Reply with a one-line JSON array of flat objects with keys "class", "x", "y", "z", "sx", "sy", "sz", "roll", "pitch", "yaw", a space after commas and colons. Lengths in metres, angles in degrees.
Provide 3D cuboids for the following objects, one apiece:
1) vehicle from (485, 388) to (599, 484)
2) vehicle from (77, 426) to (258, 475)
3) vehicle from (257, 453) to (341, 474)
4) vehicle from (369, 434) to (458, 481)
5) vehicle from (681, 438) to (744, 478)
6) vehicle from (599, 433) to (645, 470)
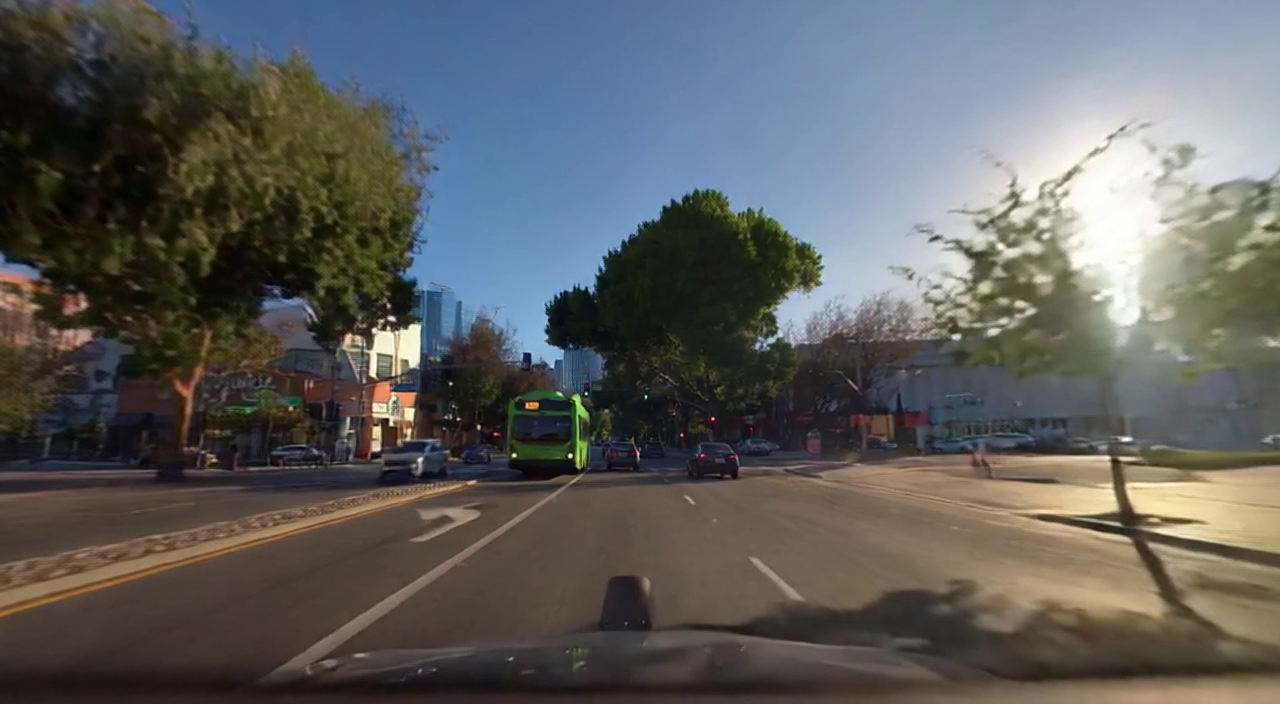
[{"class": "vehicle", "x": -3.765, "y": 3.800, "z": 28.268, "sx": 3.018, "sy": 3.217, "sz": 13.998, "roll": 0, "pitch": -8, "yaw": -1}, {"class": "vehicle", "x": -34.477, "y": 7.244, "z": 46.389, "sx": 10.321, "sy": 3.275, "sz": 3.158, "roll": 0, "pitch": -10, "yaw": -4}, {"class": "vehicle", "x": -24.787, "y": 8.108, "z": 45.890, "sx": 4.868, "sy": 1.434, "sz": 2.115, "roll": 0, "pitch": -8, "yaw": -1}, {"class": "vehicle", "x": -9.059, "y": 4.243, "z": 25.655, "sx": 2.157, "sy": 1.731, "sz": 4.433, "roll": 0, "pitch": -8, "yaw": -3}, {"class": "vehicle", "x": 3.001, "y": 4.475, "z": 26.958, "sx": 2.046, "sy": 1.540, "sz": 3.883, "roll": 0, "pitch": -8, "yaw": -3}, {"class": "vehicle", "x": -1.014, "y": 5.374, "z": 34.284, "sx": 2.301, "sy": 1.837, "sz": 4.411, "roll": 0, "pitch": -8, "yaw": -3}]
